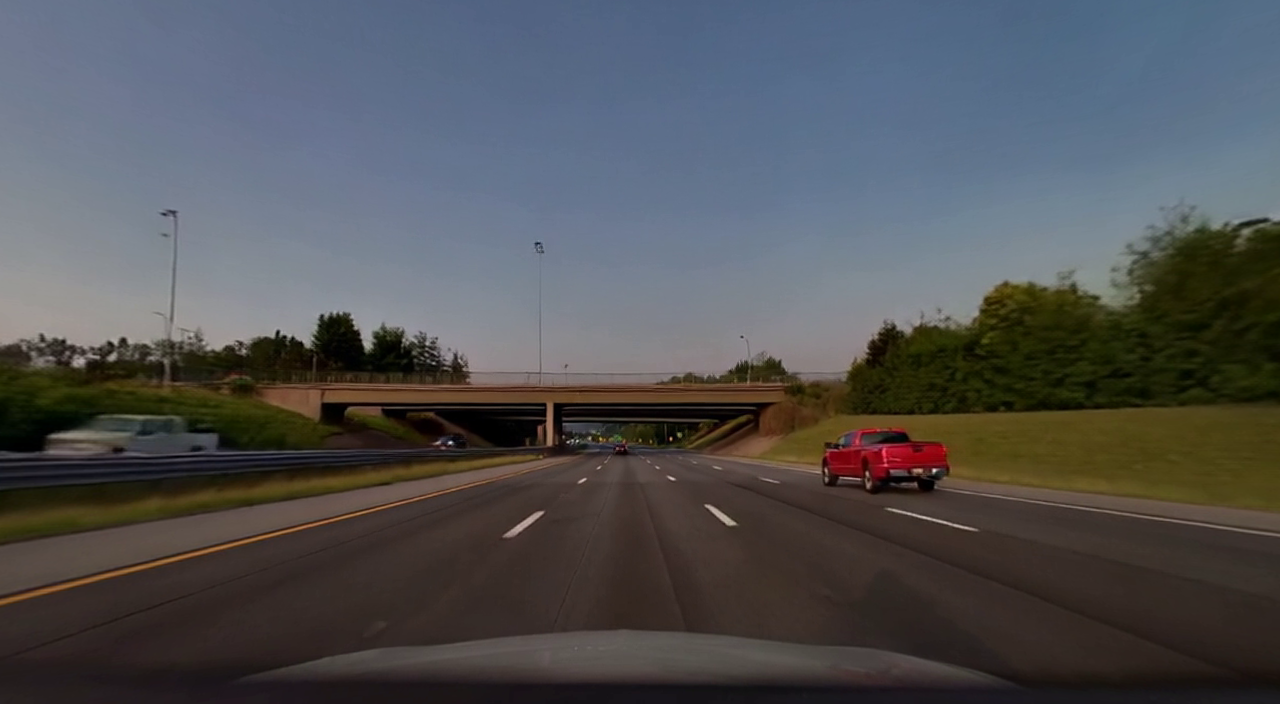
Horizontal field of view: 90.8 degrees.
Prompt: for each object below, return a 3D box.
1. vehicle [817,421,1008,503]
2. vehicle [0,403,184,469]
[{"bbox_3d":[7.030,2.939,17.363,2.395,1.819,6.086,0,-9,-2],"label":"vehicle"},{"bbox_3d":[-19.540,3.048,22.590,2.201,2.062,5.745,0,-9,-1],"label":"vehicle"}]
